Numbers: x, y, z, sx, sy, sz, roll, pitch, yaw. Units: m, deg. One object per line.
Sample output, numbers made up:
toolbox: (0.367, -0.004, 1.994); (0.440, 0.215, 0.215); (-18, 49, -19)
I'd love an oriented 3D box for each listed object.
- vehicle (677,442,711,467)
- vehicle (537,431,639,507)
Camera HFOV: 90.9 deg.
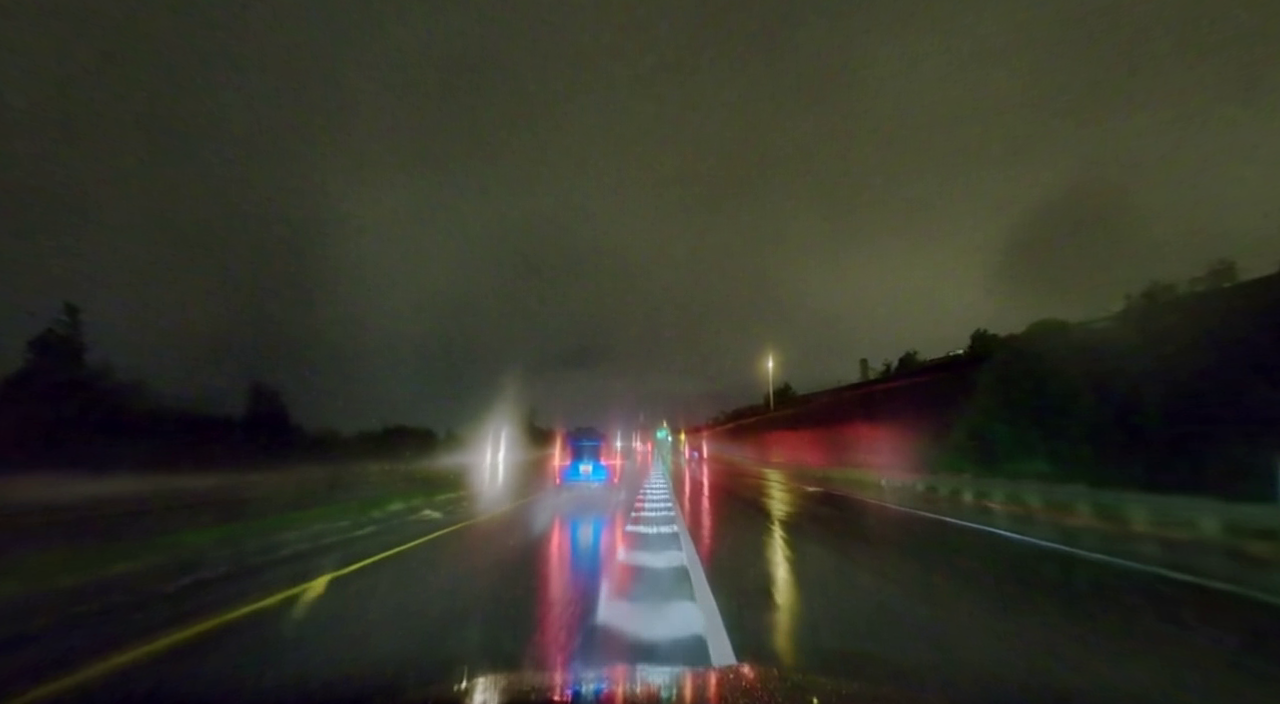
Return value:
vehicle: (3.776, 7.275, 44.974); (2.073, 1.621, 3.993); (-1, -9, 0)
vehicle: (-1.198, 3.002, 16.655); (2.143, 1.693, 4.513); (-1, -9, 2)
